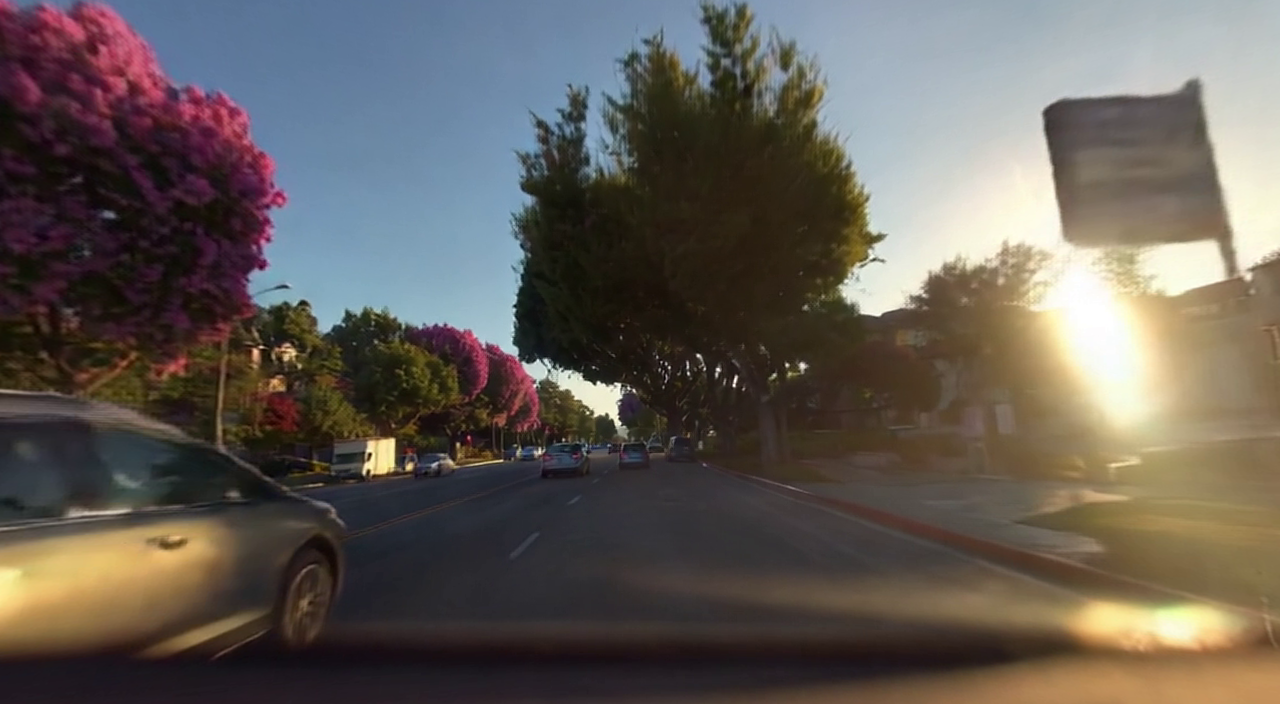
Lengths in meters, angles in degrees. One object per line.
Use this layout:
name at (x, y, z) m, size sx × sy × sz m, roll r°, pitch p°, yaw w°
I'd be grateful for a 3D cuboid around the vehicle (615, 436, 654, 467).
vehicle at (-0.386, 6.367, 40.553) m, size 2.376 × 1.801 × 4.317 m, roll 0°, pitch -8°, yaw -1°

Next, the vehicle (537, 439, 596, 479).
vehicle at (-3.179, 4.749, 28.241) m, size 2.167 × 1.634 × 4.220 m, roll 0°, pitch -8°, yaw 0°

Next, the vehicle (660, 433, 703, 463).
vehicle at (3.009, 7.142, 47.001) m, size 2.653 × 2.058 × 5.096 m, roll 0°, pitch -9°, yaw -2°

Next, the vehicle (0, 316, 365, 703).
vehicle at (-3.164, 0.789, 2.110) m, size 2.257 × 1.751 × 5.028 m, roll 0°, pitch -9°, yaw -1°

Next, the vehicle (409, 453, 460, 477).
vehicle at (-13.216, 7.276, 40.867) m, size 1.867 × 1.436 × 4.300 m, roll 0°, pitch -8°, yaw 0°
